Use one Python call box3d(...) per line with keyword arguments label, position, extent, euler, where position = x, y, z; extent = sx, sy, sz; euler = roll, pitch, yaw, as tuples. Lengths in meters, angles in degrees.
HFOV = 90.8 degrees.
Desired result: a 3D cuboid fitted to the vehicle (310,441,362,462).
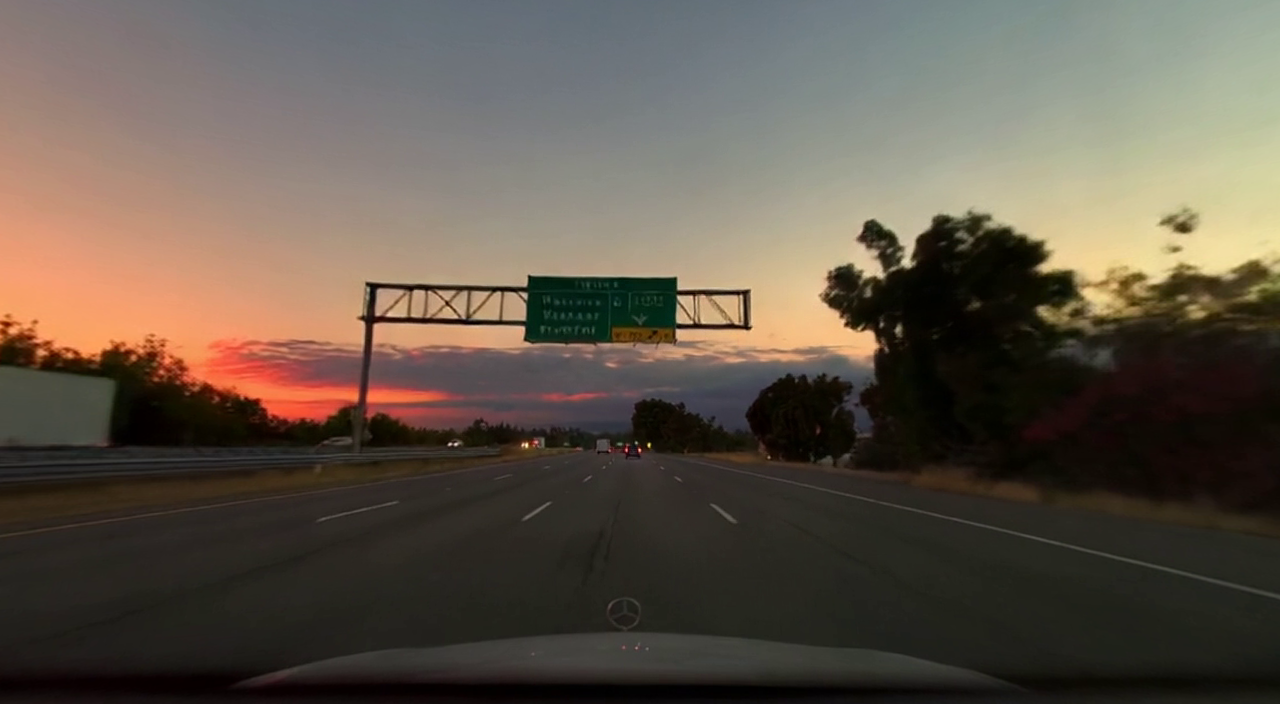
box3d(label="vehicle", position=(-21.632, 7.109, 45.041), extent=(1.752, 1.424, 3.932), euler=(0, -9, -1))
